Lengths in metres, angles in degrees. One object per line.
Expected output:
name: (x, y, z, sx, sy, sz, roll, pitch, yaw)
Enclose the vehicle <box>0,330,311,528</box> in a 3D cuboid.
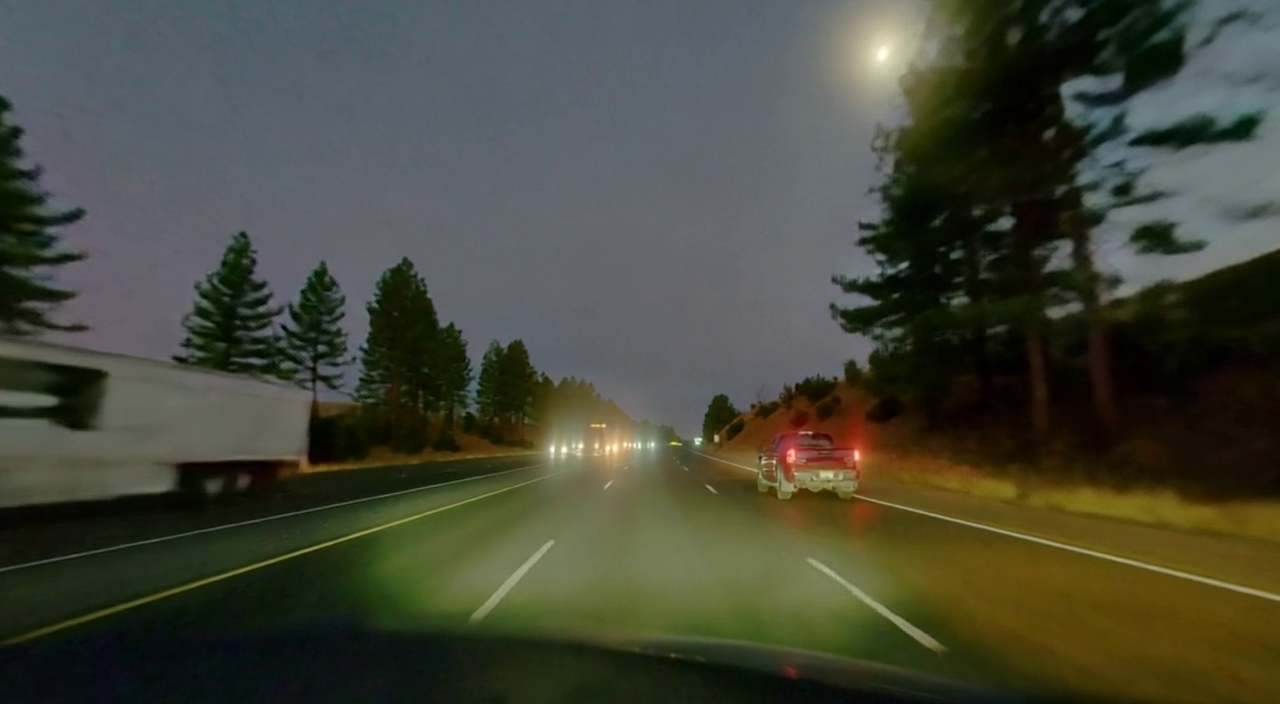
vehicle: (-13.431, 1.829, 14.368, 2.905, 3.684, 16.268, 0, -8, 1)
